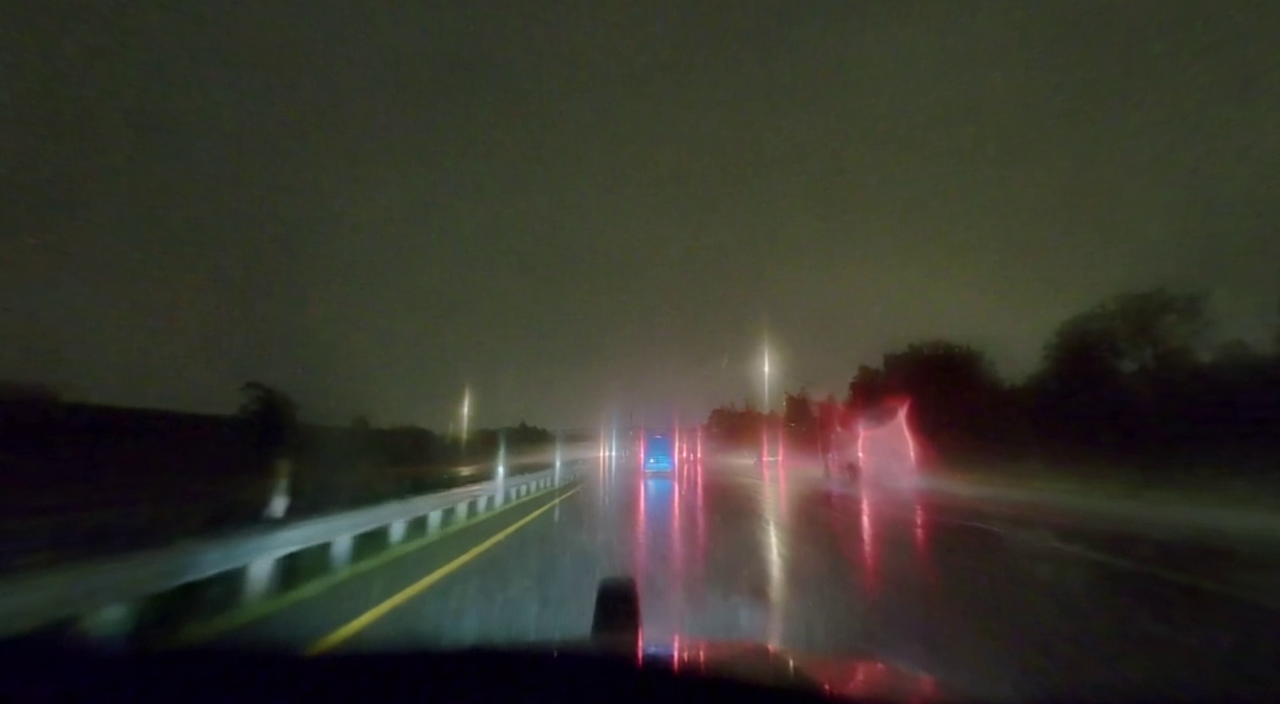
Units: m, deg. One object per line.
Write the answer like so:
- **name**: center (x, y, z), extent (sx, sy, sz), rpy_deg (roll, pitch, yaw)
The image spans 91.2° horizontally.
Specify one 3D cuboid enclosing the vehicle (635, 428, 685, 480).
- **vehicle**: center (1.075, 5.659, 34.894), extent (2.560, 2.598, 5.581), rpy_deg (-1, -9, 1)
